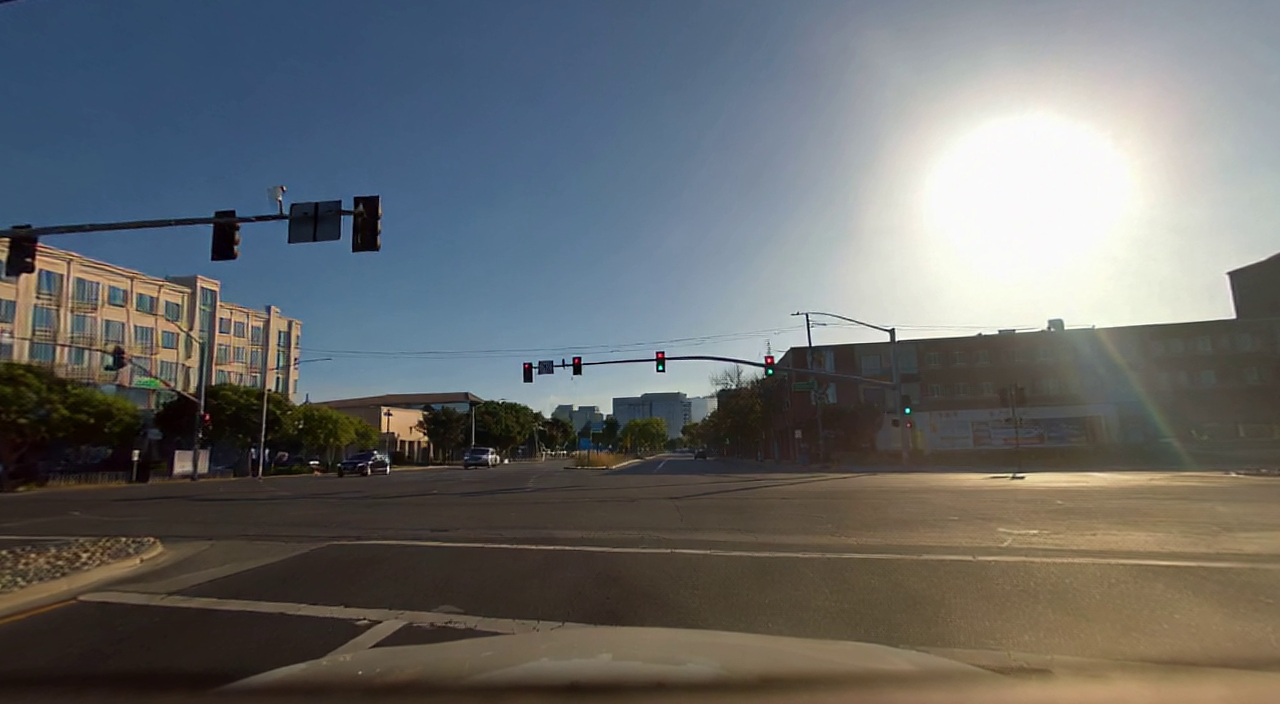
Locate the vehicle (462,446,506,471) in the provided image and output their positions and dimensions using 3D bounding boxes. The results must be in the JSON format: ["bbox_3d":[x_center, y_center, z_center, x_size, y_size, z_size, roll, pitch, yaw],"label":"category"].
[{"bbox_3d":[-12.161,8.304,49.565,2.151,1.847,4.634,0,-9,0],"label":"vehicle"}]

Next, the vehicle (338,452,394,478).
[{"bbox_3d":[-18.832,7.782,43.627,1.933,1.664,4.255,0,-9,1],"label":"vehicle"}]
